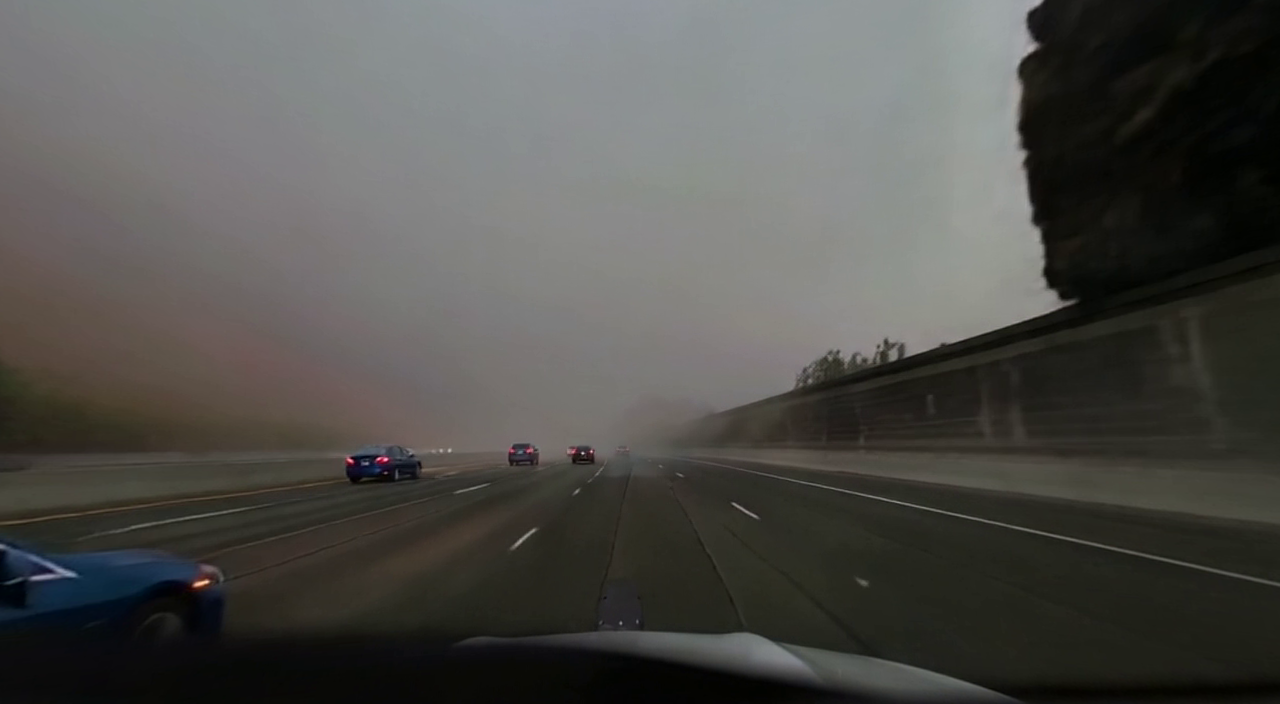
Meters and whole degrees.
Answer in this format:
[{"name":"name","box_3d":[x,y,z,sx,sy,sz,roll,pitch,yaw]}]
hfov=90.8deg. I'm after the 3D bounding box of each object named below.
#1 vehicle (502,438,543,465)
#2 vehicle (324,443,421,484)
[{"name":"vehicle","box_3d":[-8.156,6.960,44.241,2.074,1.768,4.805,0,-8,-2]},{"name":"vehicle","box_3d":[-10.667,4.452,25.652,1.949,1.475,4.740,0,-8,-1]}]
